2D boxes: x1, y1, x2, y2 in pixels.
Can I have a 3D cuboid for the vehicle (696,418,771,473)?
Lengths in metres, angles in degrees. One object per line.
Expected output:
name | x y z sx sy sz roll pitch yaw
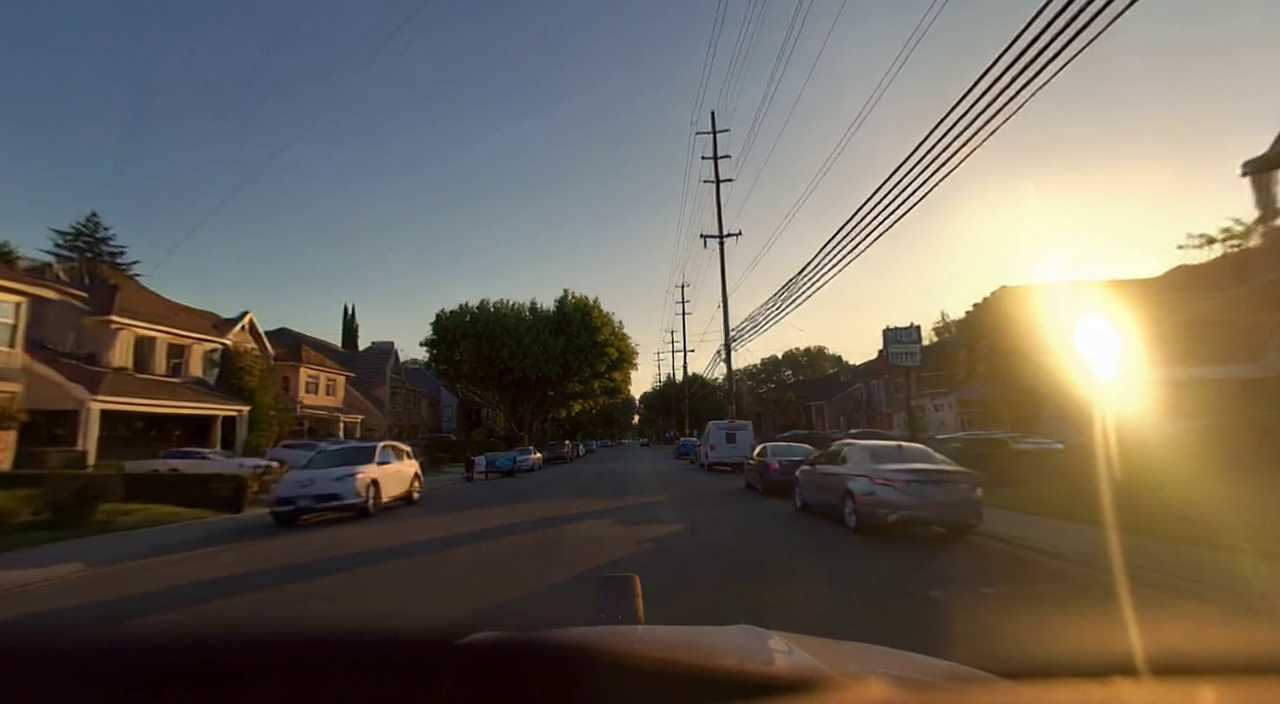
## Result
vehicle | 3.925 4.080 27.514 2.396 2.164 5.381 0 -8 0

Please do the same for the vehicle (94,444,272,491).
vehicle | -15.279 3.856 21.251 4.388 1.466 2.008 0 -8 -1

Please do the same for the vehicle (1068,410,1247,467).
vehicle | 18.518 3.140 22.705 4.555 1.796 2.001 -2 -8 1

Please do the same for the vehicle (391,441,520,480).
vehicle | -7.642 4.526 26.479 4.935 1.454 1.900 -1 -8 -5

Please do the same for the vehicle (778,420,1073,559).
vehicle | 3.744 1.898 9.555 2.112 1.528 4.944 0 -8 -1

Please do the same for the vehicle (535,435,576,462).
vehicle | -6.273 7.224 47.302 2.322 1.913 5.582 0 -8 0

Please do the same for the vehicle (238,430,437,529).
vehicle | -6.107 2.578 13.407 1.989 1.693 4.292 -2 -8 2
